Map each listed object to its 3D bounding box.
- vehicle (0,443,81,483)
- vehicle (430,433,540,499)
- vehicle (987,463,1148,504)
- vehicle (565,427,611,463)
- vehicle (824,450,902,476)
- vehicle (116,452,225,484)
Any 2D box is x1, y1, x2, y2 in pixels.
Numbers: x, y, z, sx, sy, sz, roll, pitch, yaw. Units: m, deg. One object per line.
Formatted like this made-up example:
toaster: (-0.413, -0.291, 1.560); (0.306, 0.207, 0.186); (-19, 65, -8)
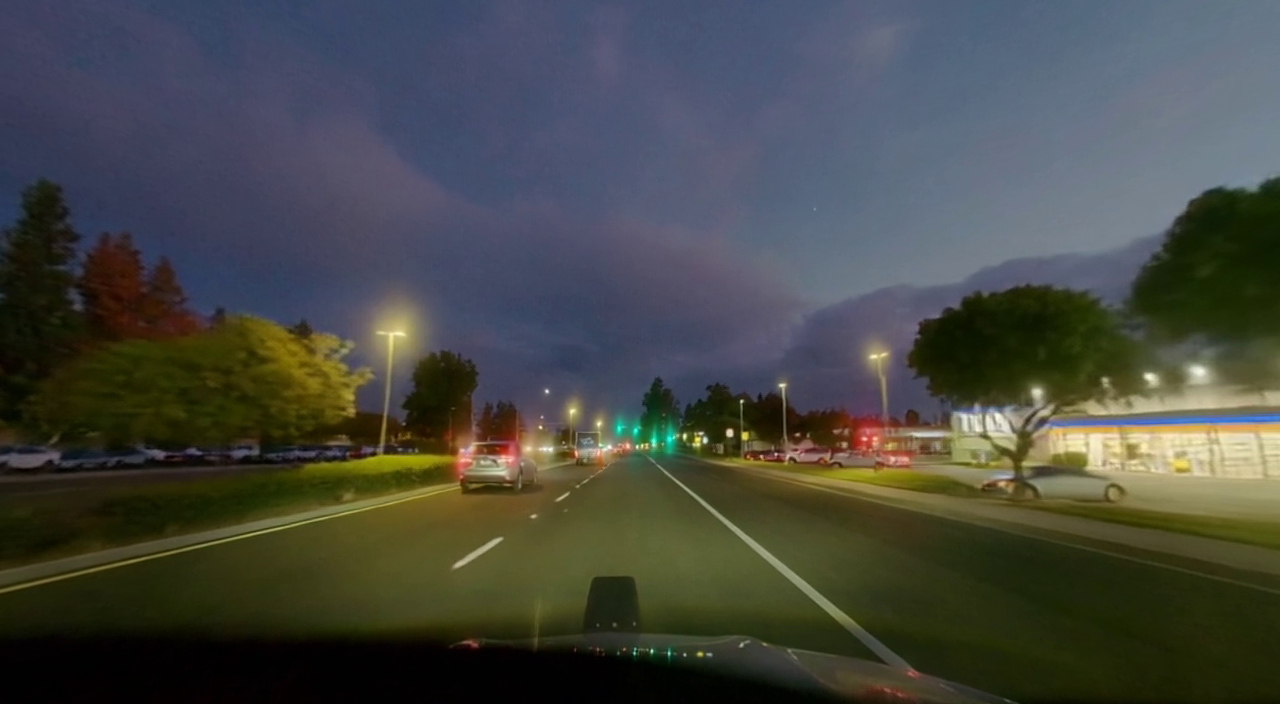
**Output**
vehicle: (-28.609, 5.017, 28.732); (1.946, 1.711, 4.518); (0, -9, 0)
vehicle: (-4.309, 3.241, 18.316); (2.109, 1.672, 4.256); (0, -9, 0)
vehicle: (16.487, 5.080, 24.483); (4.723, 1.466, 2.085); (0, -9, -1)
vehicle: (-3.828, 7.087, 47.835); (2.917, 2.524, 6.990); (0, -9, 0)
vehicle: (16.752, 8.335, 47.480); (5.041, 1.803, 2.182); (-1, -9, 1)
vehicle: (-22.999, 5.667, 31.100); (1.885, 1.428, 4.638); (0, -9, -1)
